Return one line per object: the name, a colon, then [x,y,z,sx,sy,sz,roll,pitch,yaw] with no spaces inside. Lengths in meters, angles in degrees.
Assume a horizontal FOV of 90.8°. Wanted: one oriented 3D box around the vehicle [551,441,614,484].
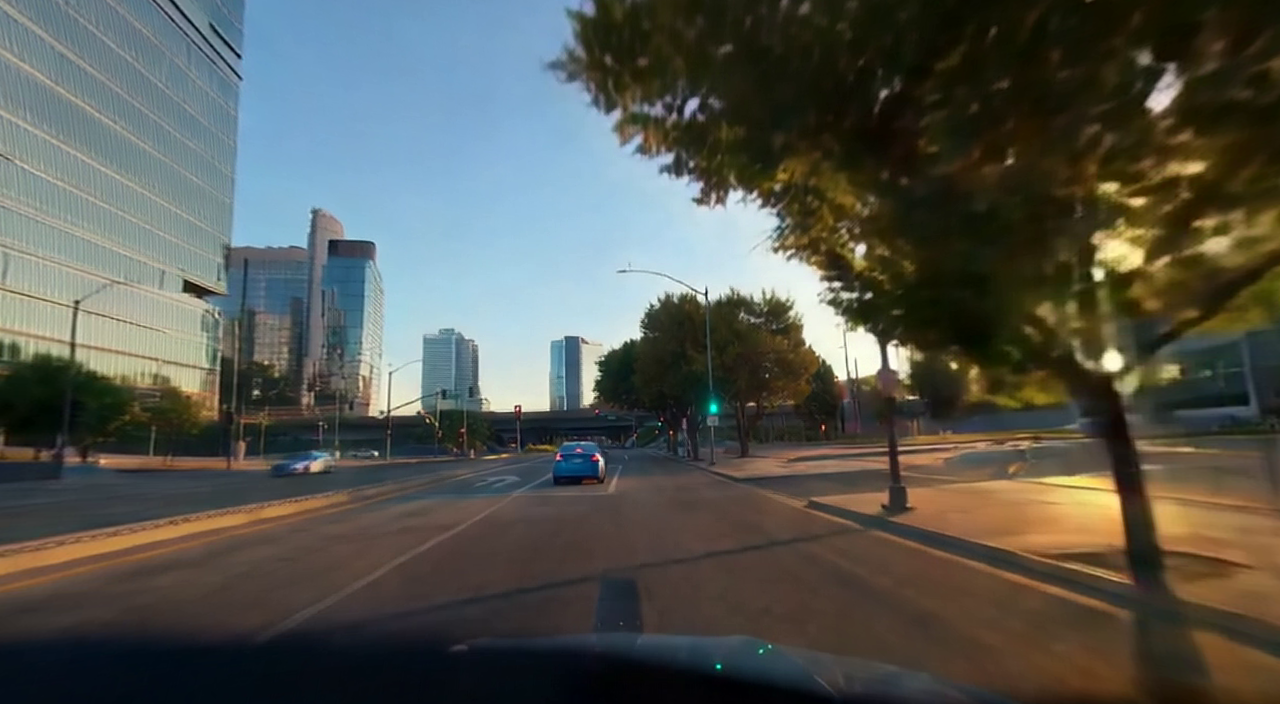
vehicle: [-2.068,4.107,23.872,2.154,1.465,4.532,0,-8,-3]
